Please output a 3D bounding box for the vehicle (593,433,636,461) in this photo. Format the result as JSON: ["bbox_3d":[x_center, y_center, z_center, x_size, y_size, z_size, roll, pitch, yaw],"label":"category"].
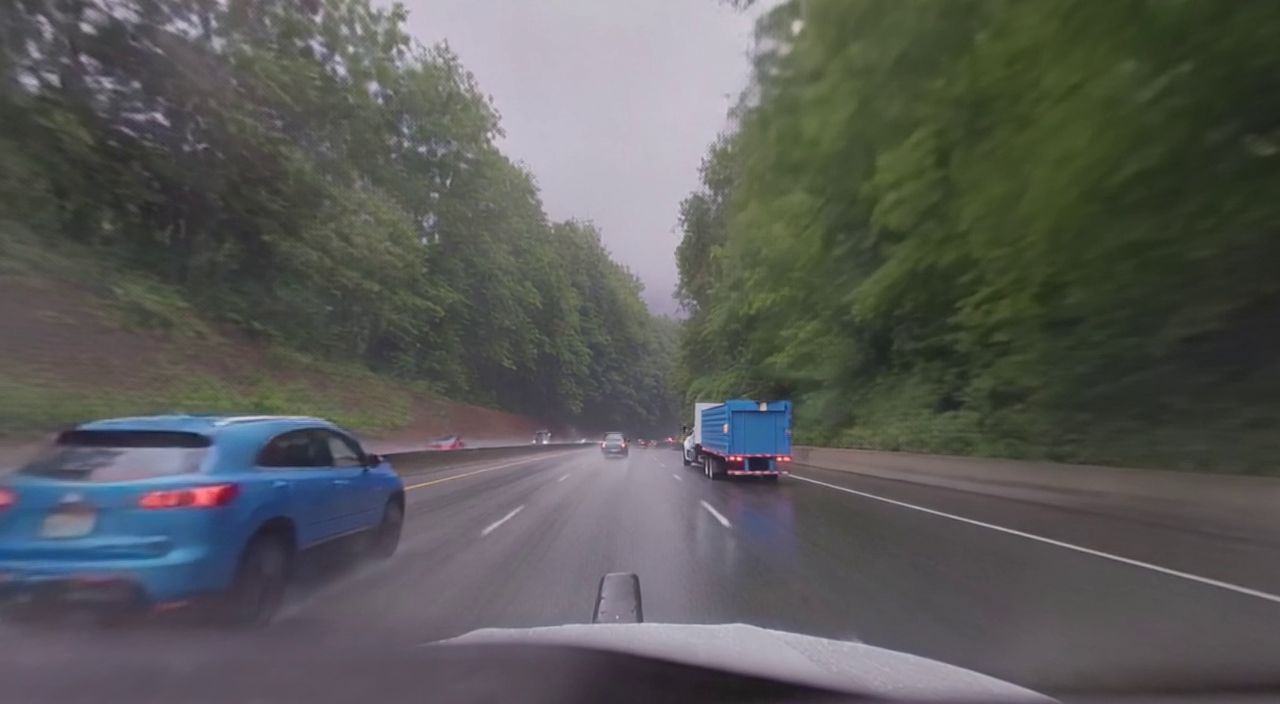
[{"bbox_3d":[-1.388,5.427,36.274,2.195,1.529,4.572,0,-8,2],"label":"vehicle"}]

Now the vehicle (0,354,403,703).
[{"bbox_3d":[-3.279,1.057,4.026,2.008,1.588,4.147,0,-8,-2],"label":"vehicle"}]

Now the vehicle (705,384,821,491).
[{"bbox_3d":[3.160,2.324,17.203,2.256,2.568,4.049,0,-8,-1],"label":"vehicle"}]
